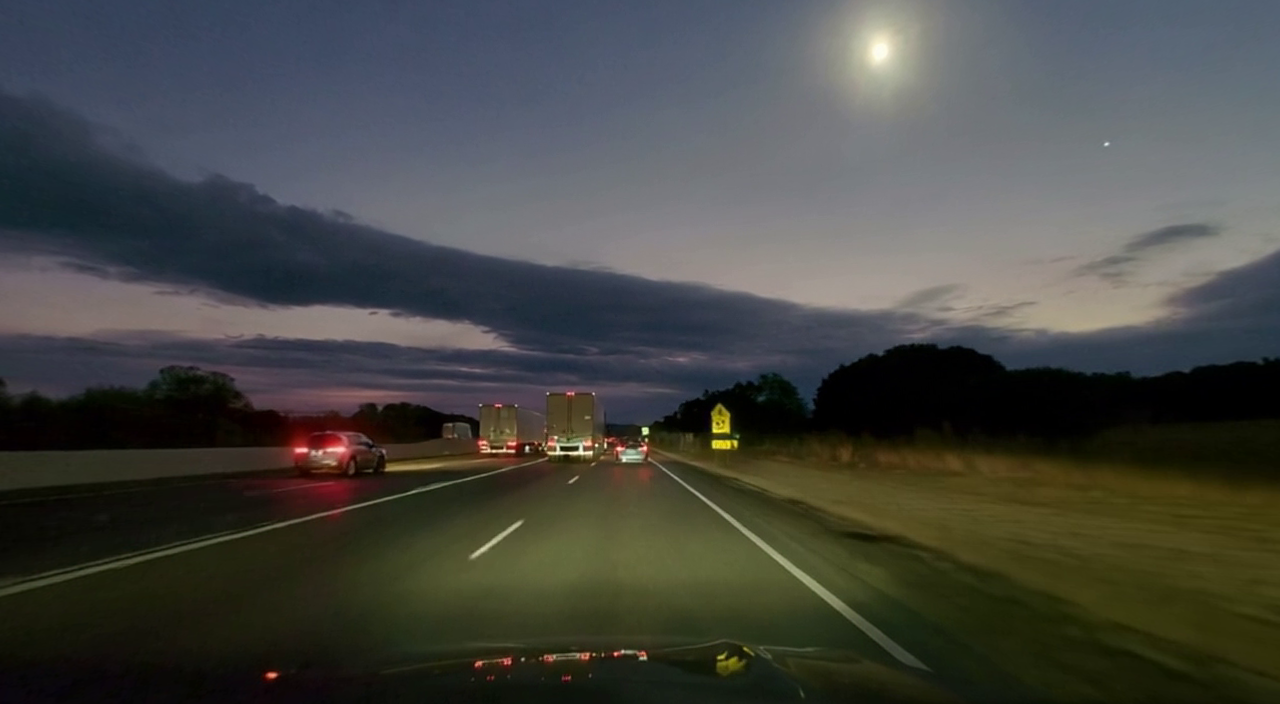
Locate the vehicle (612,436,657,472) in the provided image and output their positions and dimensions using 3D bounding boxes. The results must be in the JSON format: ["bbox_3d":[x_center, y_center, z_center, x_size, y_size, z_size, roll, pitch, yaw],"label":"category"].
[{"bbox_3d":[-0.305,4.489,27.960,1.891,1.477,3.599,0,-8,-2],"label":"vehicle"}]

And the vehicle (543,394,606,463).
[{"bbox_3d":[-4.312,5.741,45.886,3.475,4.037,17.454,0,-8,-2],"label":"vehicle"}]

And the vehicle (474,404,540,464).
[{"bbox_3d":[-8.191,5.213,39.673,2.728,3.405,7.096,0,-8,-2],"label":"vehicle"}]

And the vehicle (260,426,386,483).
[{"bbox_3d":[-11.369,3.686,23.041,2.153,1.841,4.790,0,-8,-1],"label":"vehicle"}]
